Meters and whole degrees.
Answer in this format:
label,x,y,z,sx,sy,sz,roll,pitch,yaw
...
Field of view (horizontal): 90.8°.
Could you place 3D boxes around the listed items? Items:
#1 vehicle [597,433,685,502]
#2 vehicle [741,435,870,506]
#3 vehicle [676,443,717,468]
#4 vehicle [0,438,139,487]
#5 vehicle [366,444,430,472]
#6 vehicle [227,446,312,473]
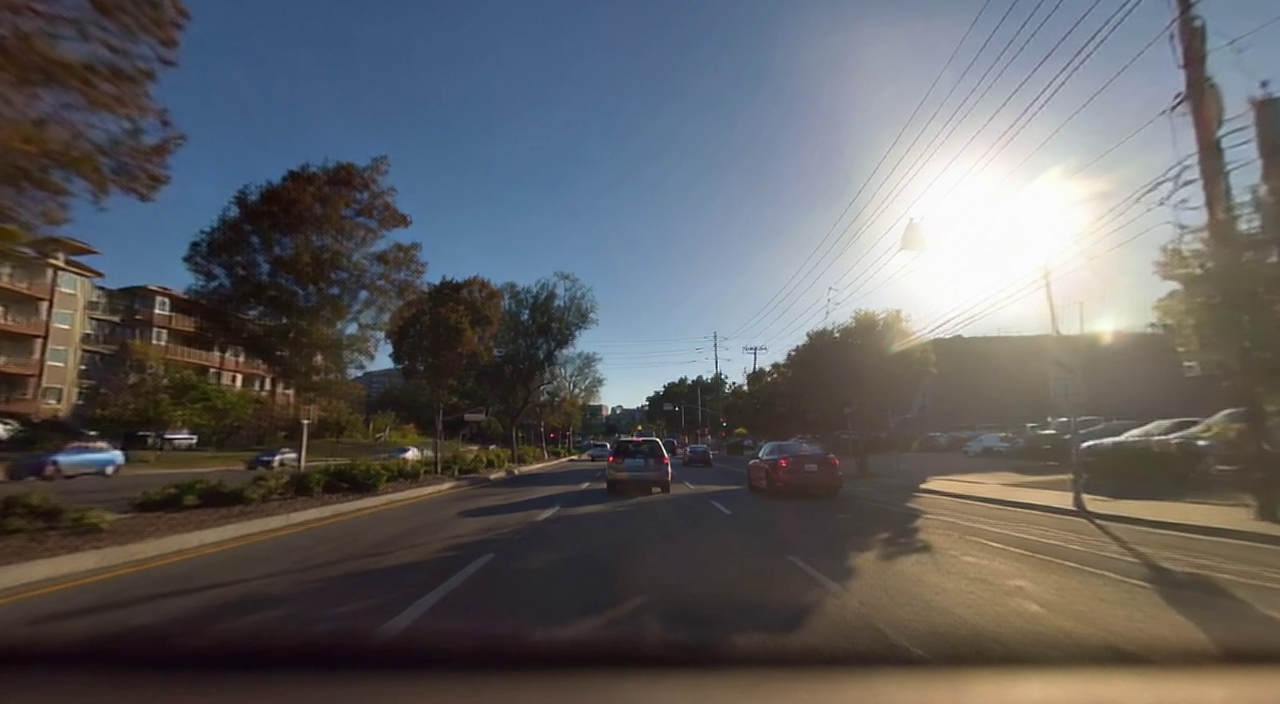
label,x,y,z,sx,sy,sz,roll,pitch,yaw
vehicle,-0.013,3.045,17.056,2.073,1.606,3.933,0,-9,-1
vehicle,4.028,2.961,16.255,2.086,1.534,4.351,0,-9,-1
vehicle,3.430,6.425,39.318,2.054,1.461,4.321,0,-9,-2
vehicle,-22.323,4.249,24.528,1.982,1.699,4.421,0,-9,1
vehicle,-13.925,6.122,36.611,2.031,1.490,4.284,0,-9,0
vehicle,-21.391,6.207,36.745,2.026,1.496,4.680,0,-9,2
